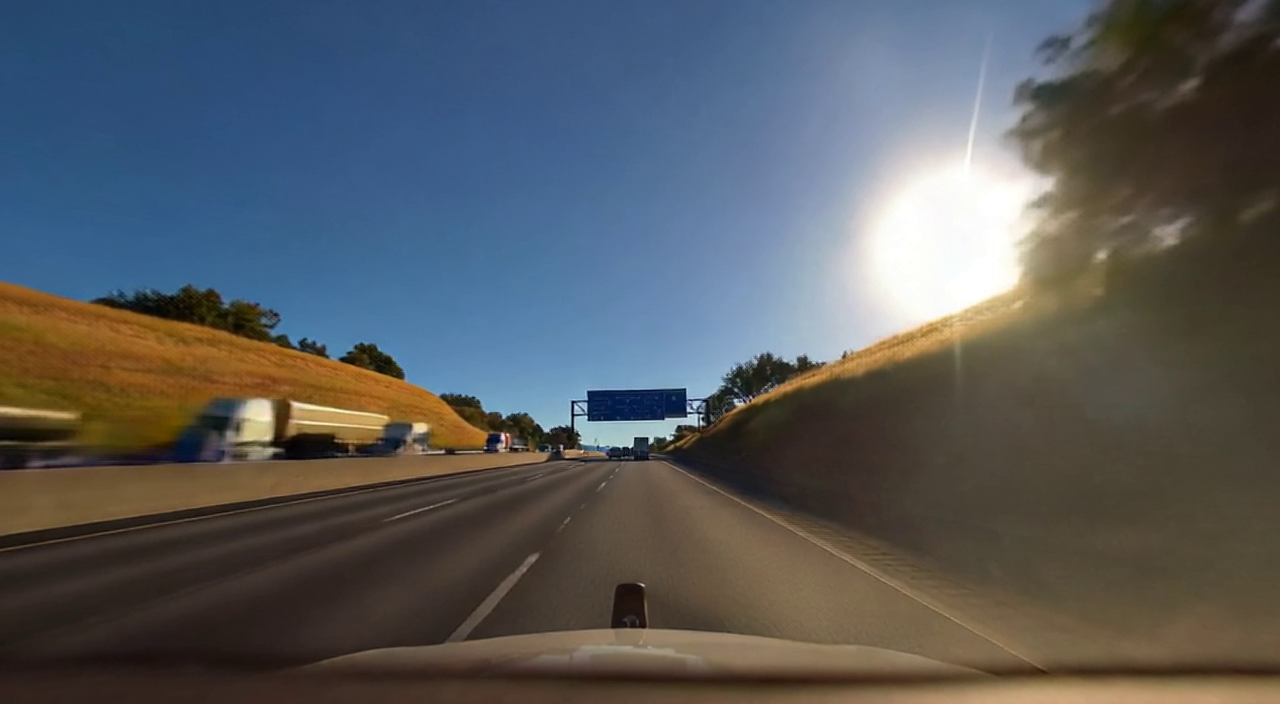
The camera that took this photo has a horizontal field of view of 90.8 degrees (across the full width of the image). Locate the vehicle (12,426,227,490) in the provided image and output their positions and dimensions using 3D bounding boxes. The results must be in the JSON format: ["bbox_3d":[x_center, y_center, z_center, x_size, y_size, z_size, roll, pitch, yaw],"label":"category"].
[{"bbox_3d":[-14.590,3.021,18.188,2.066,1.592,4.822,0,-9,0],"label":"vehicle"}]

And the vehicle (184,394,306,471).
[{"bbox_3d":[-22.499,4.707,36.408,2.986,4.073,5.945,0,-9,0],"label":"vehicle"}]

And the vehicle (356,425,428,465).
[{"bbox_3d":[-18.260,6.914,46.921,2.450,2.732,6.851,0,-9,0],"label":"vehicle"}]
